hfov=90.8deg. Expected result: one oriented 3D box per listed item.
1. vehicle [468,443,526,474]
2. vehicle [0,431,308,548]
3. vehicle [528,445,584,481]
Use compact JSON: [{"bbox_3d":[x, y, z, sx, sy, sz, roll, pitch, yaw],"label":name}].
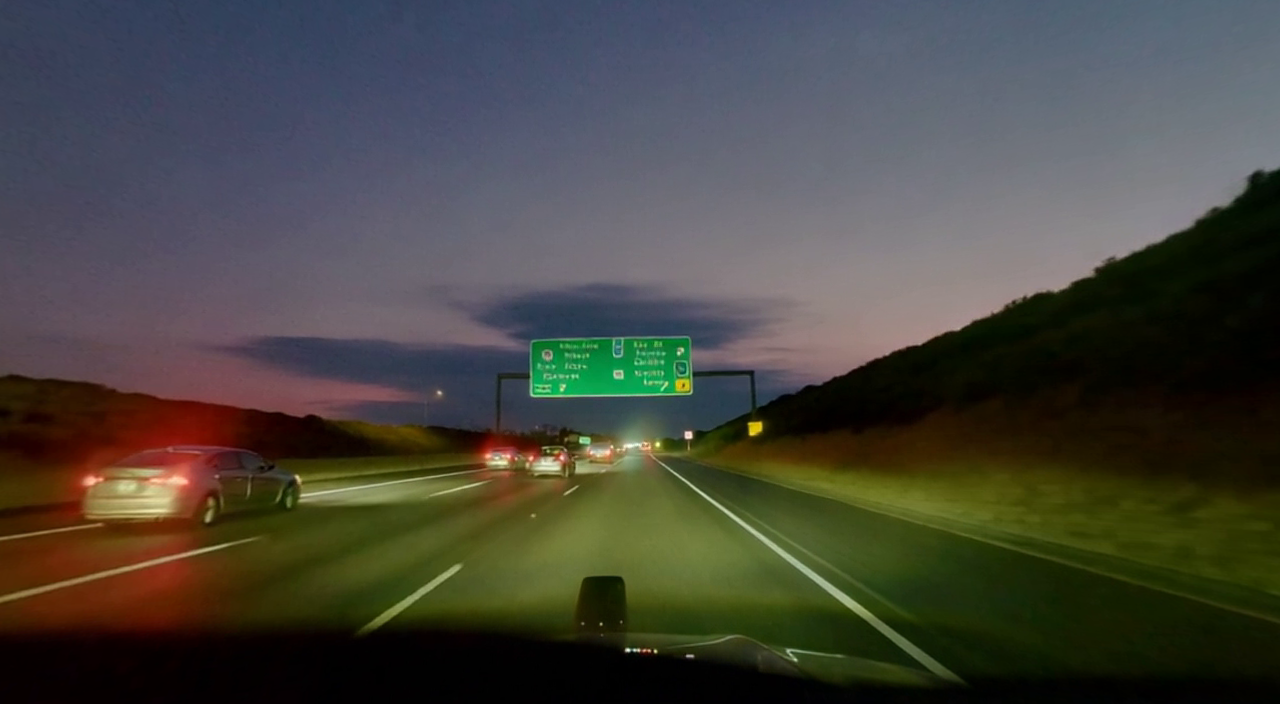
[{"bbox_3d":[-7.496,5.629,33.554,2.091,1.558,4.220,0,-9,0],"label":"vehicle"},{"bbox_3d":[-7.897,2.159,10.613,2.009,1.500,4.741,0,-9,0],"label":"vehicle"},{"bbox_3d":[-3.556,4.790,27.488,1.924,1.436,3.915,0,-9,0],"label":"vehicle"}]
